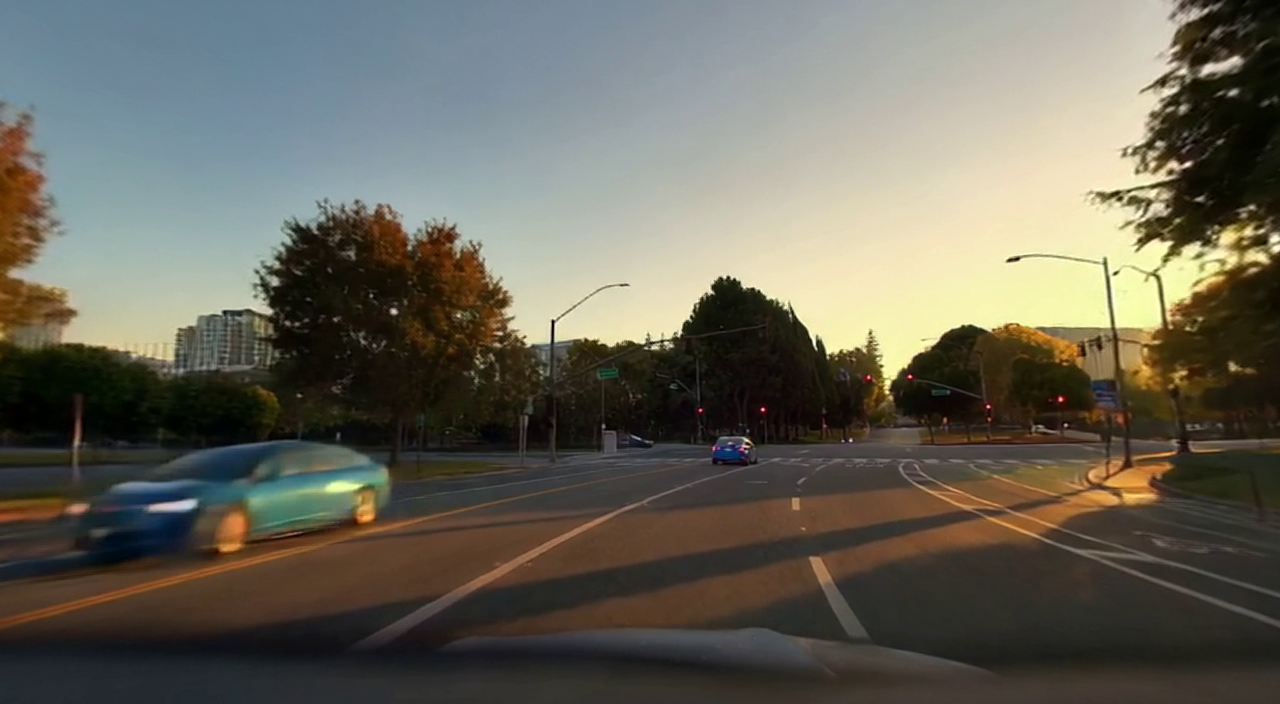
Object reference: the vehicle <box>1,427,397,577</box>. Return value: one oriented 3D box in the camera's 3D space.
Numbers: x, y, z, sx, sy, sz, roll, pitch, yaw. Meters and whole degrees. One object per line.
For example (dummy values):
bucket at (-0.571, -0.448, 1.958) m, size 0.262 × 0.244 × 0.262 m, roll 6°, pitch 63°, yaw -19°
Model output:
vehicle at (-5.710, 1.943, 9.176) m, size 1.983 × 1.562 × 4.652 m, roll -1°, pitch -8°, yaw 8°

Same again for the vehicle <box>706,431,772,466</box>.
vehicle at (4.909, 4.677, 30.754) m, size 2.055 × 1.573 × 4.065 m, roll -4°, pitch -9°, yaw 26°
